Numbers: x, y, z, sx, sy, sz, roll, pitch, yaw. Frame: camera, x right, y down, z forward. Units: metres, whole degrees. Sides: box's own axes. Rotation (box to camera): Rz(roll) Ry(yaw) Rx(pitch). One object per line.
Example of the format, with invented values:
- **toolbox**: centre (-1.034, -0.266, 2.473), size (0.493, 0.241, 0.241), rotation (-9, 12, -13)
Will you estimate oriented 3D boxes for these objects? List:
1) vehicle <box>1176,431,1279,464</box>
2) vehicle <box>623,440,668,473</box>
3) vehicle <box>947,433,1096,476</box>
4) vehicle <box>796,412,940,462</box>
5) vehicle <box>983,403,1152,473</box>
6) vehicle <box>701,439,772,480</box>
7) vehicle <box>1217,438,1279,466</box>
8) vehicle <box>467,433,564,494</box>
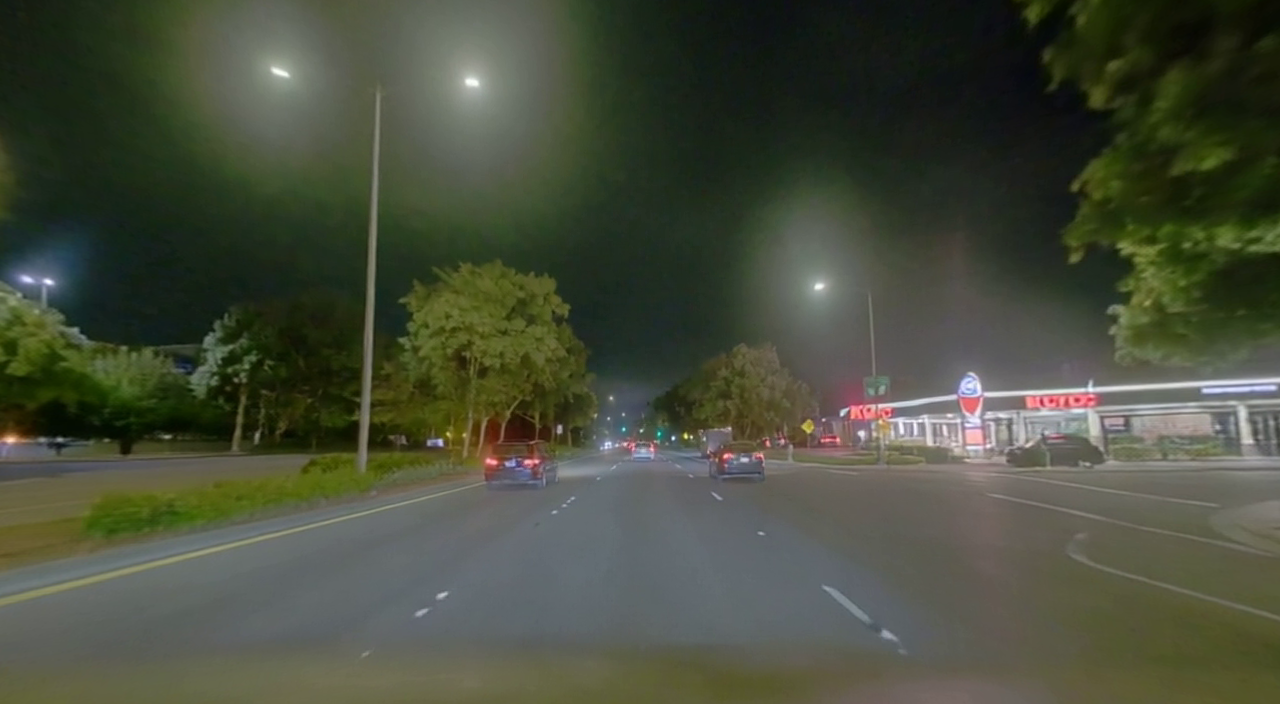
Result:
- **vehicle**: centre (34.366, 5.583, 36.769), size (4.398, 1.669, 1.981), rotation (-2, -8, -4)
- **vehicle**: centre (0.276, 5.194, 31.526), size (2.059, 1.477, 4.216), rotation (0, -8, 1)
- **vehicle**: centre (15.115, 4.095, 25.258), size (4.578, 1.620, 2.047), rotation (-2, -9, 11)
- **vehicle**: centre (14.963, 5.738, 41.997), size (8.343, 3.028, 3.002), rotation (-2, -10, 3)
- **vehicle**: centre (21.859, 4.526, 33.030), size (2.928, 3.123, 8.236), rotation (-1, -8, -1)
- **vehicle**: centre (3.691, 4.178, 24.839), size (2.012, 1.462, 4.400), rotation (0, -8, -1)
- **vehicle**: centre (34.380, 5.423, 34.236), size (4.212, 1.423, 1.764), rotation (-1, -8, 3)
- **vehicle**: centre (-3.566, 3.274, 18.878), size (1.995, 1.607, 4.086), rotation (0, -8, 1)
